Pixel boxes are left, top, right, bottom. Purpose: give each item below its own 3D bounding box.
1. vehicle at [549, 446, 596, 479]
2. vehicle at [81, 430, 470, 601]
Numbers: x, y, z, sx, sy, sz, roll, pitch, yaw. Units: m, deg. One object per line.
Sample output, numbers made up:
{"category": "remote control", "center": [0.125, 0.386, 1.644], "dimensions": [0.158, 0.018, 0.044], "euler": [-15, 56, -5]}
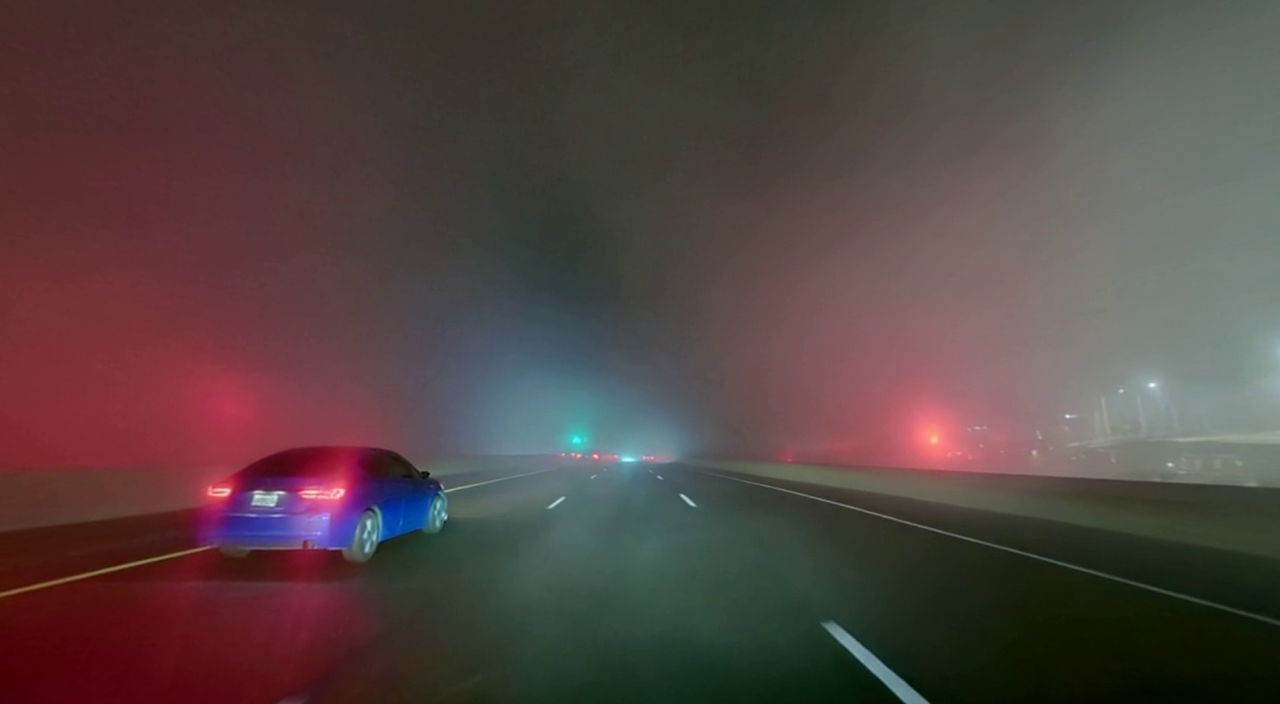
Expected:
{"category": "vehicle", "center": [-3.624, 6.029, 34.815], "dimensions": [2.075, 1.702, 4.257], "euler": [0, -9, 0]}
{"category": "vehicle", "center": [-3.797, 1.773, 7.813], "dimensions": [2.114, 1.480, 4.473], "euler": [0, -9, 0]}
